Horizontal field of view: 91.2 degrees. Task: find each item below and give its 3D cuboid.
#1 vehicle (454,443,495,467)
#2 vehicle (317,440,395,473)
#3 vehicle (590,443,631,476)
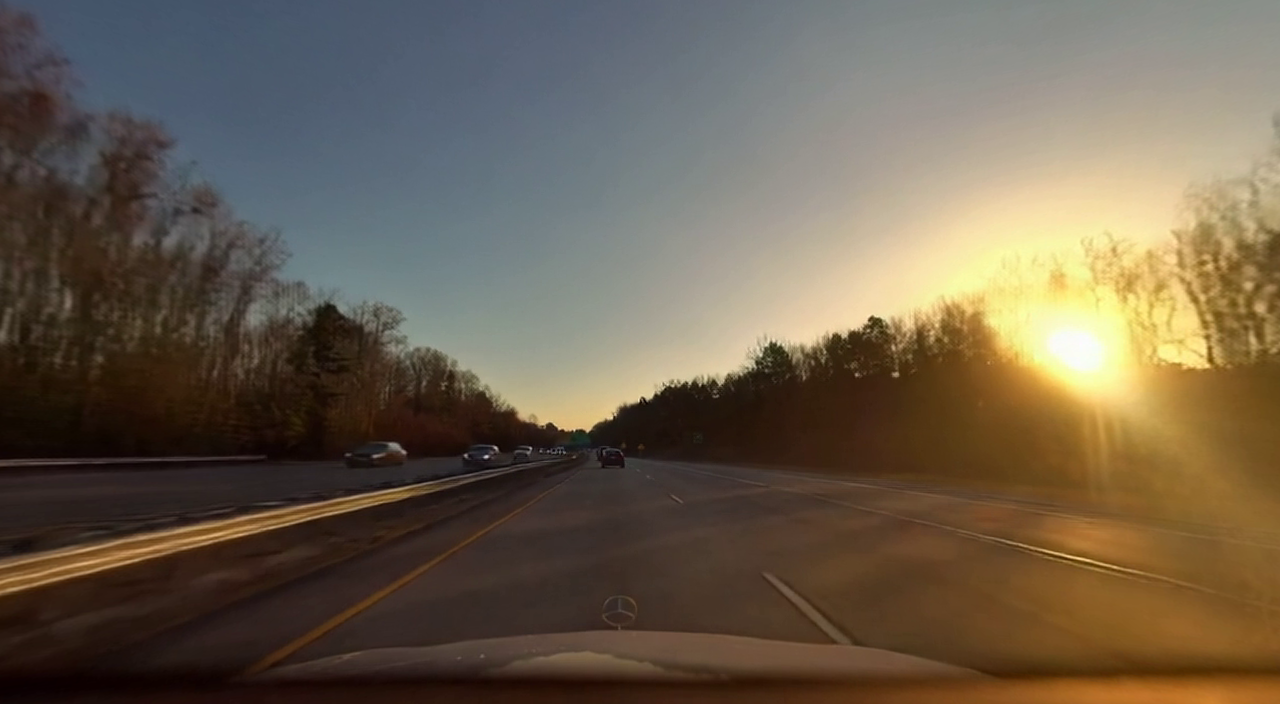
[{"bbox_3d":[-10.939,6.823,41.708,1.815,1.491,3.784,0,-9,-2],"label":"vehicle"},{"bbox_3d":[-14.601,5.391,32.522,2.115,1.534,4.350,0,-9,-2],"label":"vehicle"},{"bbox_3d":[-1.645,5.981,35.078,2.151,1.693,4.201,0,-9,-3],"label":"vehicle"}]
